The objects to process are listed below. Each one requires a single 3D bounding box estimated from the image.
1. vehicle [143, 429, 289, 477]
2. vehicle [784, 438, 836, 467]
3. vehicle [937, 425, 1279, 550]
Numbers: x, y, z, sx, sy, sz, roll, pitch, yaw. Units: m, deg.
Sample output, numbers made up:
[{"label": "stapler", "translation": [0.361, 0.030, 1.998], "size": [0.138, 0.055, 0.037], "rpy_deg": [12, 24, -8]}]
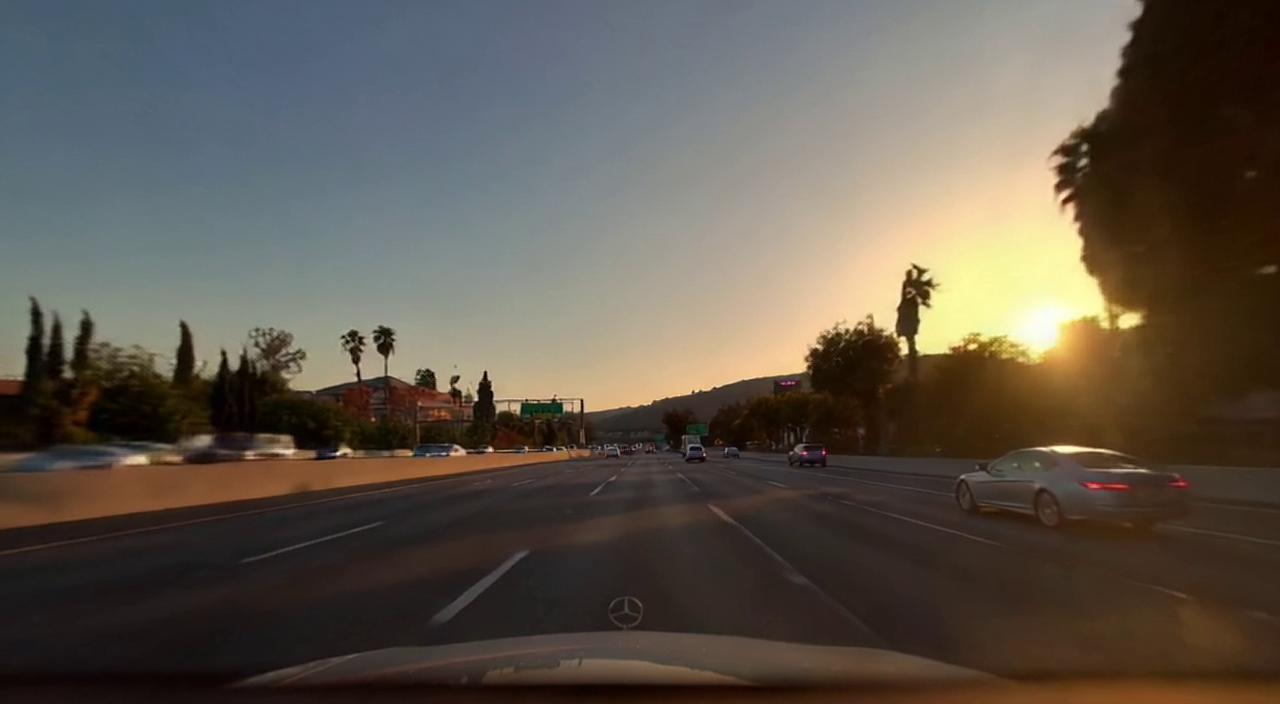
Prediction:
[{"label": "vehicle", "translation": [-18.566, 4.484, 28.130], "size": [2.259, 1.871, 6.046], "rpy_deg": [0, -8, 1]}, {"label": "vehicle", "translation": [11.599, 6.872, 43.283], "size": [2.168, 1.861, 4.678], "rpy_deg": [0, -8, -1]}, {"label": "vehicle", "translation": [7.039, 2.053, 10.322], "size": [2.071, 1.543, 4.702], "rpy_deg": [0, -8, 0]}]
